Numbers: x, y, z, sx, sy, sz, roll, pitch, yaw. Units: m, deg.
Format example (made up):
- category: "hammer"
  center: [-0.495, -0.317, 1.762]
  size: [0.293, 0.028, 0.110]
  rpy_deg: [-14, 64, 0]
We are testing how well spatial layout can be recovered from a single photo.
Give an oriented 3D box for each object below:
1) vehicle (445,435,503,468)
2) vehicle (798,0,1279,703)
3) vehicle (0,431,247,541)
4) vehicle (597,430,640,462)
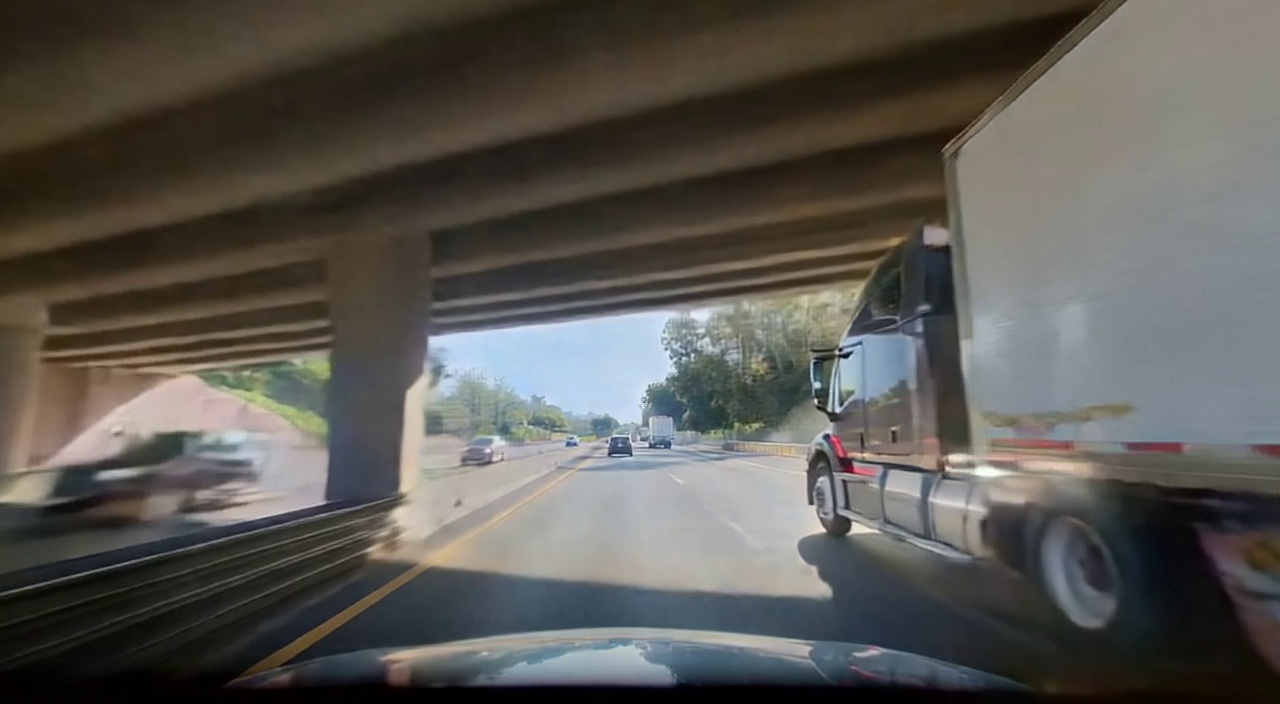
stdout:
- category: "vehicle"
  center: [-9.356, 5.642, 35.972]
  size: [2.131, 1.735, 4.711]
  rpy_deg: [0, -8, -1]
- category: "vehicle"
  center: [4.055, 0.045, 4.975]
  size: [2.955, 3.940, 9.037]
  rpy_deg: [0, -8, -2]
- category: "vehicle"
  center: [-10.416, 2.549, 12.851]
  size: [1.996, 1.822, 4.451]
  rpy_deg: [0, -8, -2]
- category: "vehicle"
  center: [-1.078, 4.882, 32.822]
  size: [2.095, 1.557, 3.963]
  rpy_deg: [0, -8, -1]
